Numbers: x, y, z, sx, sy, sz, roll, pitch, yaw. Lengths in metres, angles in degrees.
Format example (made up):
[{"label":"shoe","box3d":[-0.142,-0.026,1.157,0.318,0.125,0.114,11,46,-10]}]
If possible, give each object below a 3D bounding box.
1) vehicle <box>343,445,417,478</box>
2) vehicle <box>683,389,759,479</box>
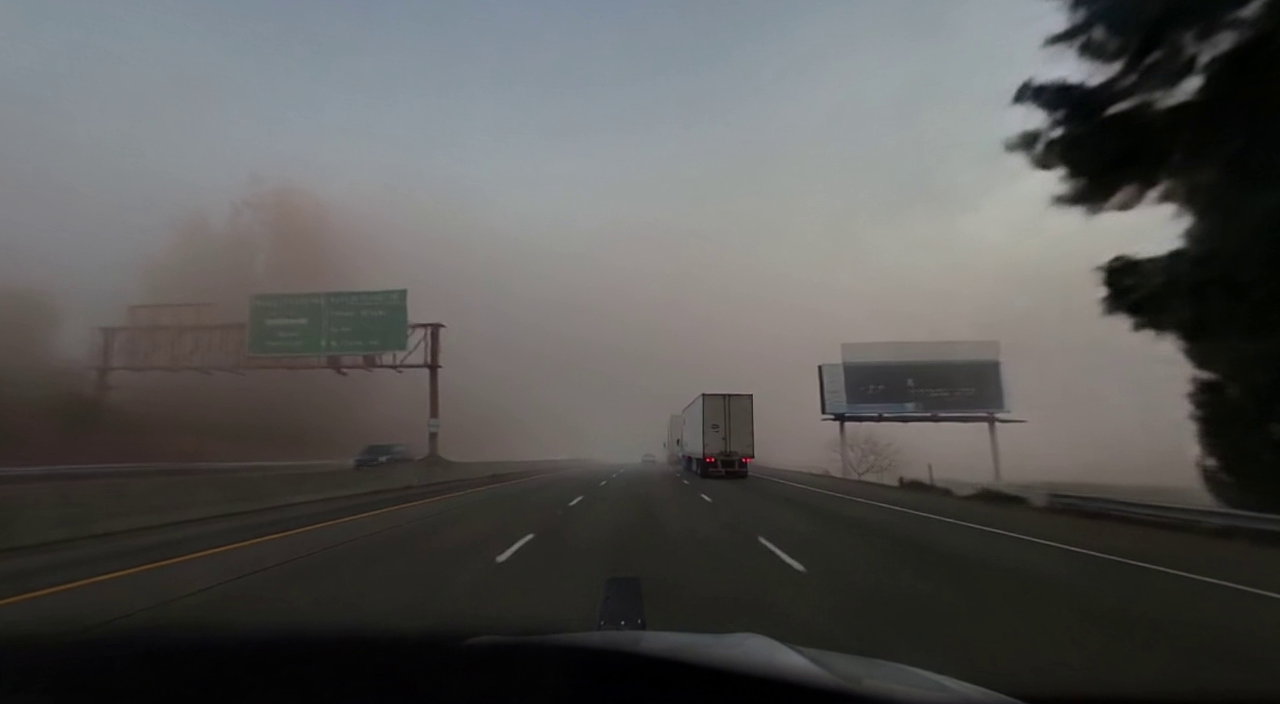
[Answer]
[{"label":"vehicle","box3d":[-14.894,6.297,36.475,2.066,1.734,5.016,0,-9,1]},{"label":"vehicle","box3d":[4.378,4.991,37.414,2.826,4.269,14.176,0,-8,1]}]
